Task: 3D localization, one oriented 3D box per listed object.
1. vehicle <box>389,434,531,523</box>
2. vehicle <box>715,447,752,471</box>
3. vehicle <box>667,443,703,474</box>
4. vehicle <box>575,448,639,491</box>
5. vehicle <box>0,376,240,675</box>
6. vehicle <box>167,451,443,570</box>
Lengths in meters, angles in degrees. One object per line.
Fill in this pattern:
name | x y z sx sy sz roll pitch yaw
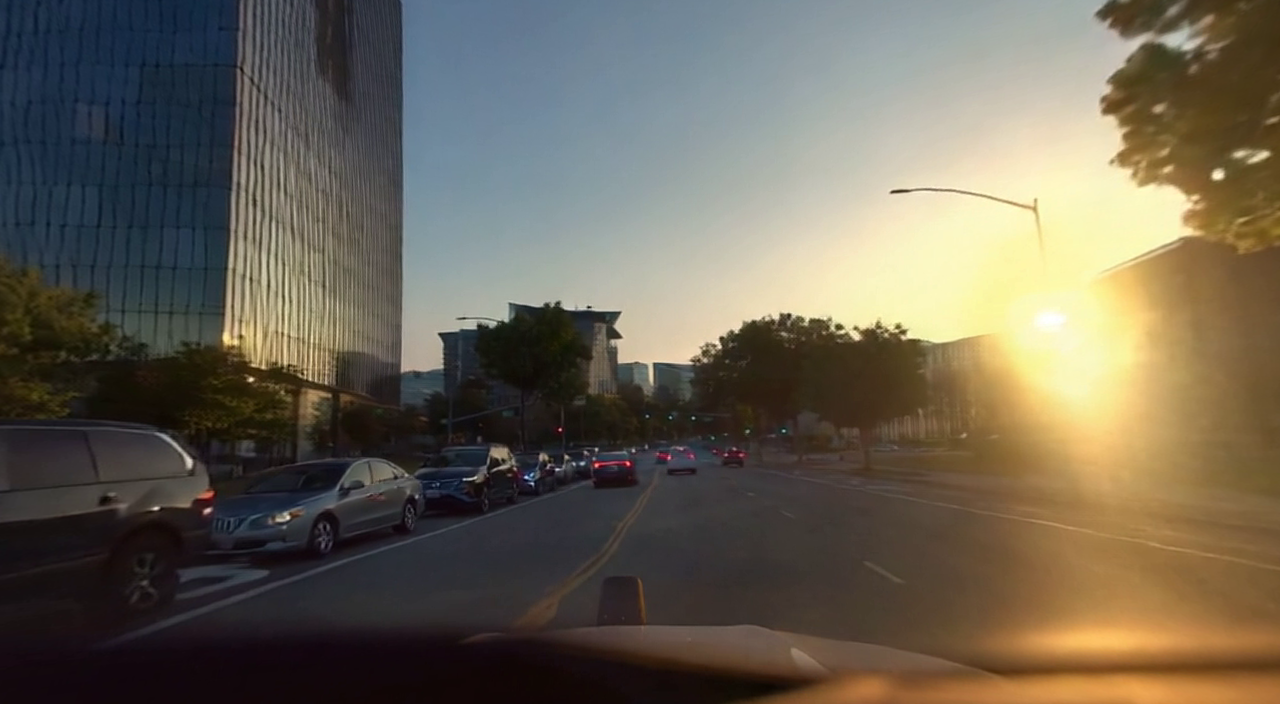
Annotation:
vehicle | -4.674 3.325 17.116 2.142 1.834 4.588 -7 -9 4
vehicle | 6.858 7.864 46.370 2.120 1.497 4.323 -4 -9 2
vehicle | 2.799 6.562 39.030 2.102 1.815 4.716 -1 -8 4
vehicle | -1.211 4.670 25.395 2.205 1.537 4.895 0 -8 1
vehicle | -5.530 1.236 4.549 2.142 2.061 4.750 0 -9 -1
vehicle | -5.269 2.501 10.871 1.868 1.514 4.870 0 -8 3
